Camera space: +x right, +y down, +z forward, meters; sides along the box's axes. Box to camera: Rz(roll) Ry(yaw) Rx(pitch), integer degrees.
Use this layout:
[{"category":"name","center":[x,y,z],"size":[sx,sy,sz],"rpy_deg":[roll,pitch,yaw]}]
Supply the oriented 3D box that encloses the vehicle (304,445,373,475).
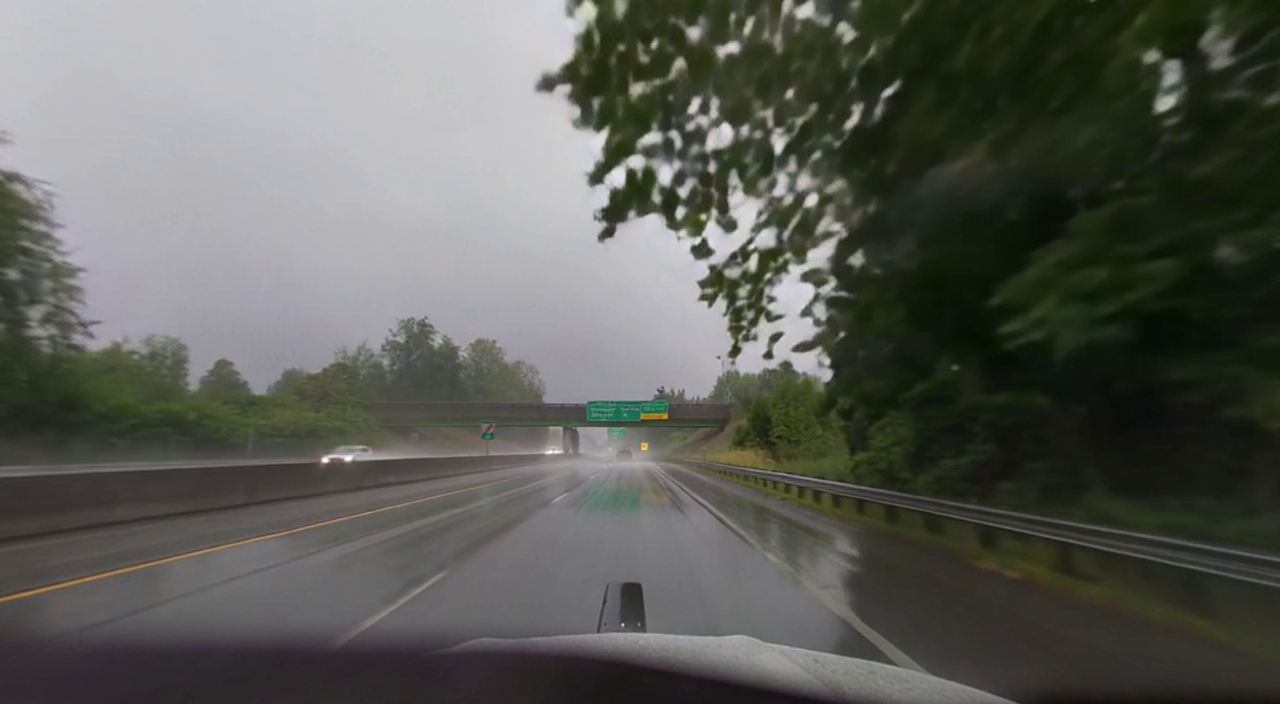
[{"category":"vehicle","center":[-15.788,5.701,33.256],"size":[1.759,1.459,3.931],"rpy_deg":[0,-9,-1]}]
